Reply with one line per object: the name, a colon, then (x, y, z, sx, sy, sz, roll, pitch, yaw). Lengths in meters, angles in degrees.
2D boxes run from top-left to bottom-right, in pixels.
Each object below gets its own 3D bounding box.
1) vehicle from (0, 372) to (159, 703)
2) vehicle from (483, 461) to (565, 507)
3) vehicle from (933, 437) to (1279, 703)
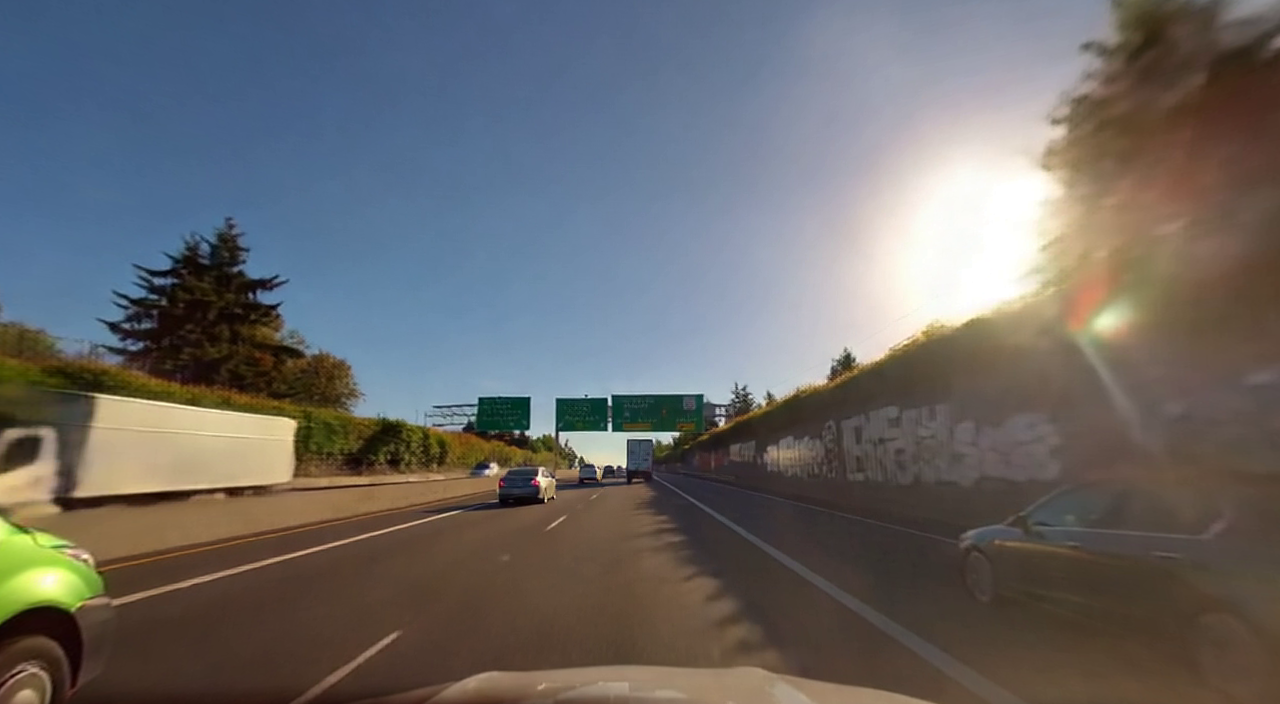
vehicle: (-3.392, 0.591, 0.776, 2.004, 1.610, 4.508, 1, -10, 0)
vehicle: (-3.993, 4.634, 22.441, 2.054, 1.443, 4.131, 0, -10, 1)
vehicle: (4.113, 1.429, 4.527, 1.917, 1.458, 4.199, 1, -10, -1)
